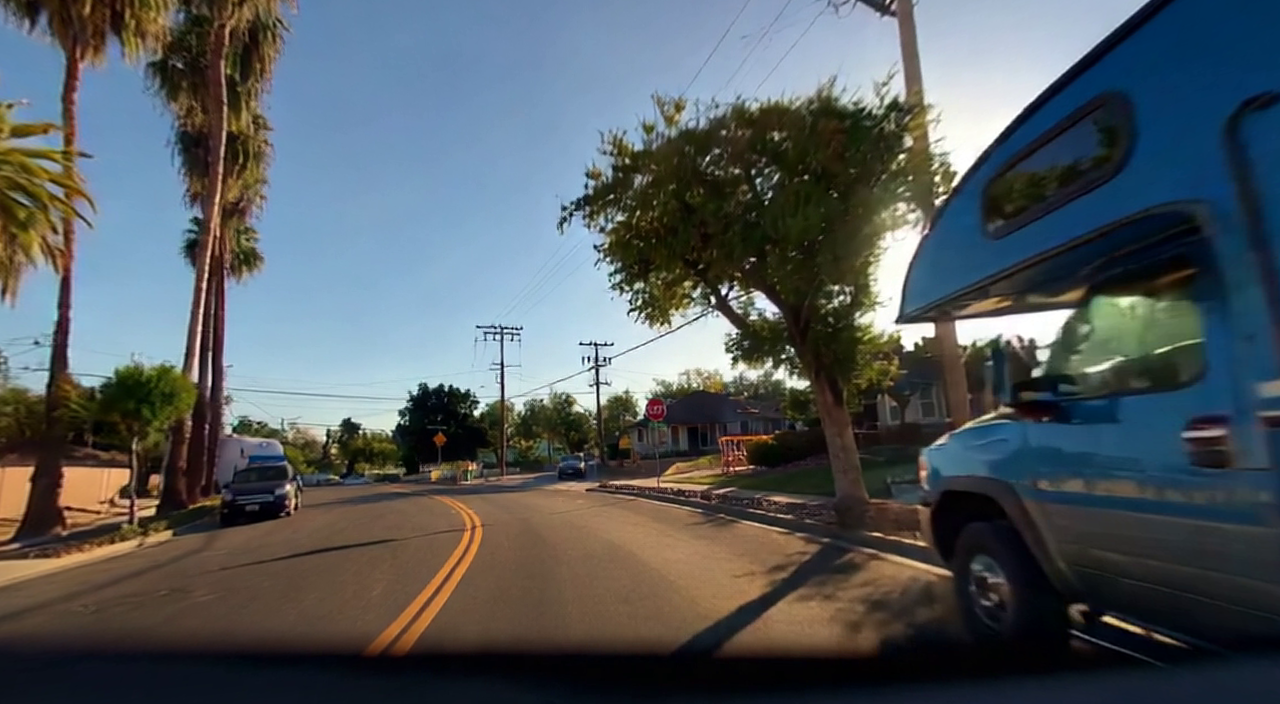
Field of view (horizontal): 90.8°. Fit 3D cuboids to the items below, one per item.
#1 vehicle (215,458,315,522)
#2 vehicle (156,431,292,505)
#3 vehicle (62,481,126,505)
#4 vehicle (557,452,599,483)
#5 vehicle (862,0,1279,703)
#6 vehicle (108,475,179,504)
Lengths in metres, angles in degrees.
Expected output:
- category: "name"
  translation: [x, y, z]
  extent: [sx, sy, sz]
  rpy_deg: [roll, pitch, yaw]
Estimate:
- category: "vehicle"
  translation: [-10.917, 3.960, 18.713]
  extent: [2.085, 1.545, 4.340]
  rpy_deg: [4, -9, -25]
- category: "vehicle"
  translation: [-24.710, 6.653, 37.136]
  extent: [11.364, 3.720, 3.216]
  rpy_deg: [-7, -11, 39]
- category: "vehicle"
  translation: [-40.193, 10.353, 46.489]
  extent: [4.164, 1.504, 2.025]
  rpy_deg: [-5, -10, 27]
- category: "vehicle"
  translation: [-4.417, 7.948, 43.932]
  extent: [2.508, 1.887, 5.930]
  rpy_deg: [1, -8, -9]
- category: "vehicle"
  translation: [3.108, -0.211, 0.816]
  extent: [2.853, 3.082, 7.767]
  rpy_deg: [0, -8, 1]
- category: "vehicle"
  translation: [-34.343, 9.468, 43.695]
  extent: [4.527, 1.732, 2.059]
  rpy_deg: [-5, -9, 27]
